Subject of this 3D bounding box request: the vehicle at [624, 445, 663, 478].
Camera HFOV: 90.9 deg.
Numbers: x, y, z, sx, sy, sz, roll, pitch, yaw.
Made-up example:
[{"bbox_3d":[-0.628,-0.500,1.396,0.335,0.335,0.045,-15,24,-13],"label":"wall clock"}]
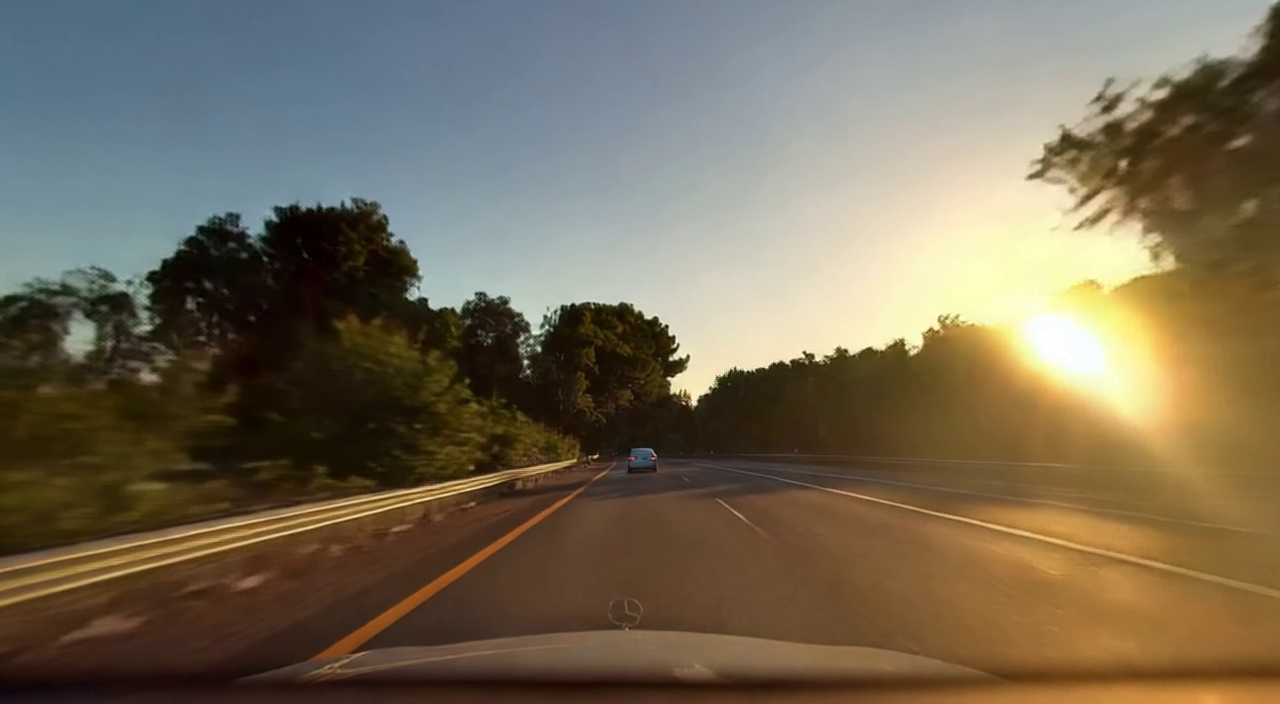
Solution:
[{"bbox_3d":[0.164,5.885,33.945,1.987,1.658,3.620,0,-9,-1],"label":"vehicle"}]
